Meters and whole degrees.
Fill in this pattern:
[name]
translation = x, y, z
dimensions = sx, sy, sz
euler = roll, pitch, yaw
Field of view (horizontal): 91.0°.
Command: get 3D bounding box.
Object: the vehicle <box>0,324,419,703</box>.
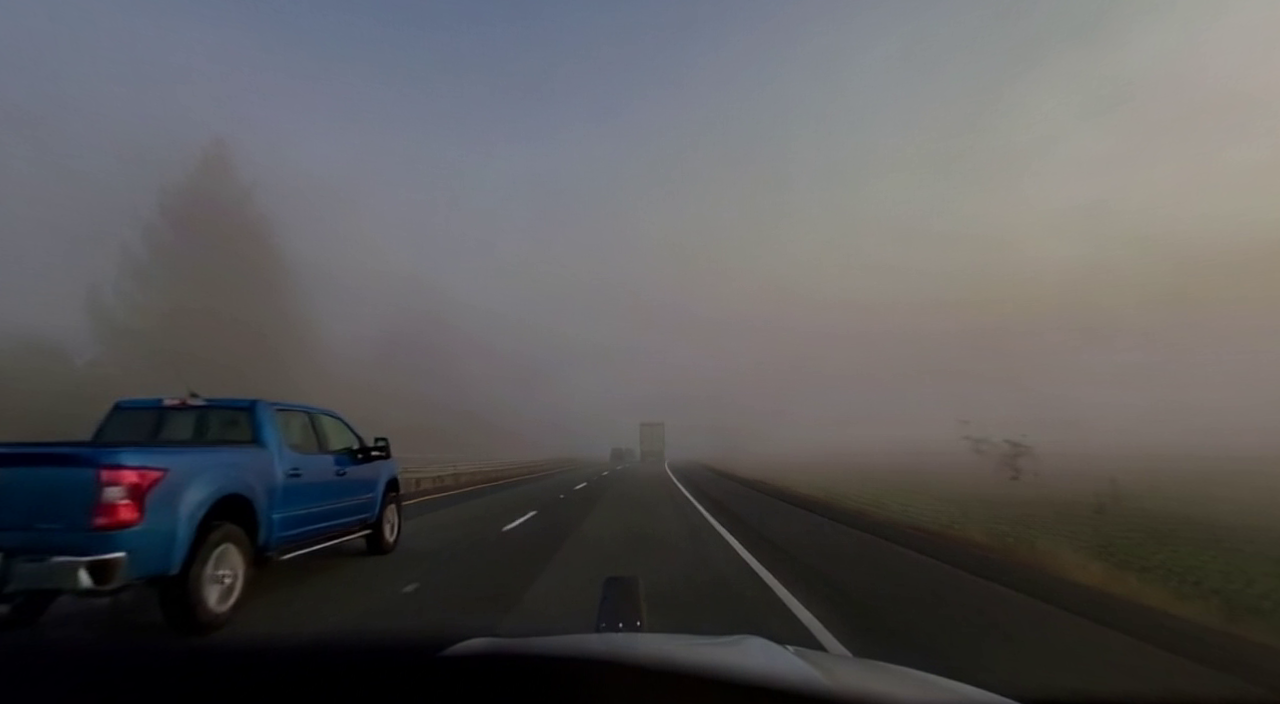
[vehicle]
translation = -4.026, 1.132, 5.512
dimensions = 2.295, 1.815, 4.983
euler = 0, -9, 1
